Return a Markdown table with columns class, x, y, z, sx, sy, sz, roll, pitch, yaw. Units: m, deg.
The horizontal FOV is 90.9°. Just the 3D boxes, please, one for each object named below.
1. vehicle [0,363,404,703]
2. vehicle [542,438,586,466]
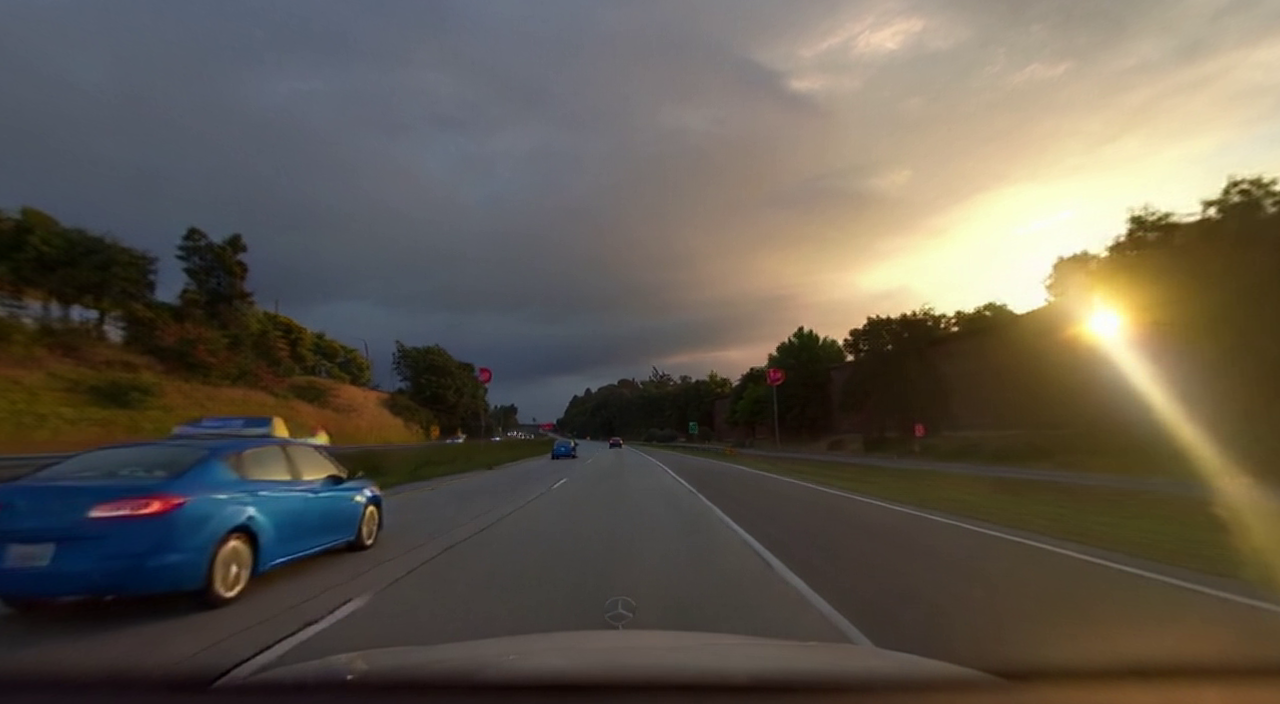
| class | x | y | z | sx | sy | sz | roll | pitch | yaw |
| --- | --- | --- | --- | --- | --- | --- | --- | --- | --- |
| vehicle | -3.677 | 1.141 | 4.677 | 2.047 | 1.612 | 4.631 | 0 | -8 | 0 |
| vehicle | -3.879 | 5.192 | 32.905 | 1.874 | 1.369 | 3.875 | 0 | -8 | -1 |
